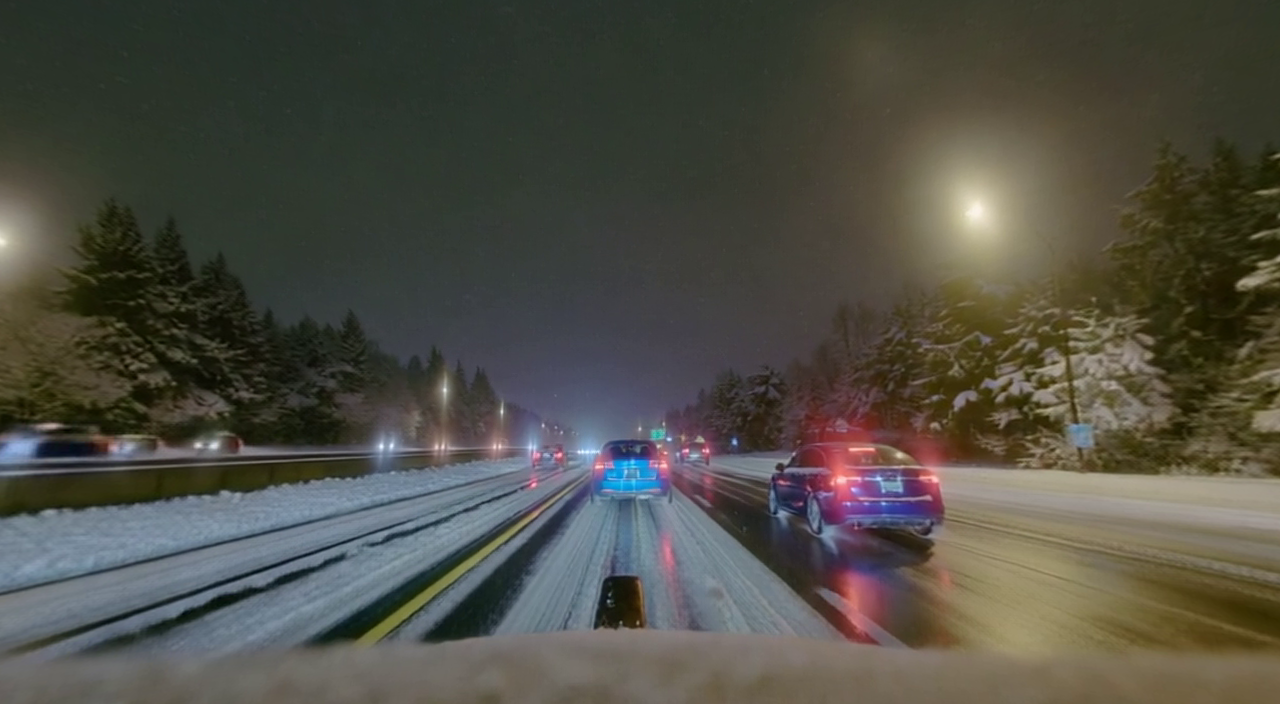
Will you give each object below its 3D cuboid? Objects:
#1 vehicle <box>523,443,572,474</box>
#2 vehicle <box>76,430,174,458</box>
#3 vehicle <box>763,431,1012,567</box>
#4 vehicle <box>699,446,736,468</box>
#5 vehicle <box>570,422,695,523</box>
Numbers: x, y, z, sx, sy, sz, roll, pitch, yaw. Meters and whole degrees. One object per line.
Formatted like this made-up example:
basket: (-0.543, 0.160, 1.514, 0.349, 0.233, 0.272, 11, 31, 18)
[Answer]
vehicle: (-4.797, 5.589, 33.185, 2.023, 1.497, 4.526, 1, -9, -1)
vehicle: (-30.497, 5.493, 37.520, 1.862, 1.506, 4.793, 1, -9, -2)
vehicle: (3.280, 2.024, 9.445, 1.975, 1.532, 4.227, 1, -9, -1)
vehicle: (5.822, 7.948, 47.763, 1.972, 1.521, 4.498, 1, -9, -3)
vehicle: (-0.155, 2.414, 13.073, 2.181, 1.728, 3.970, 1, -9, -1)
